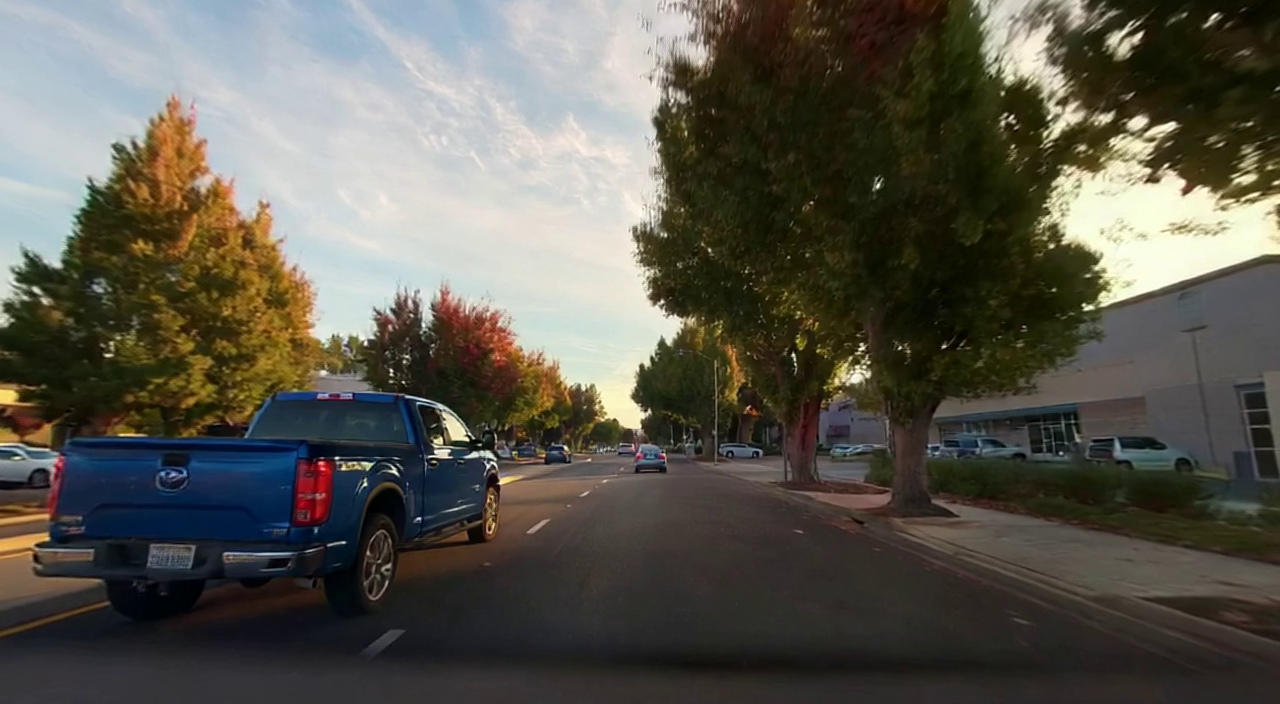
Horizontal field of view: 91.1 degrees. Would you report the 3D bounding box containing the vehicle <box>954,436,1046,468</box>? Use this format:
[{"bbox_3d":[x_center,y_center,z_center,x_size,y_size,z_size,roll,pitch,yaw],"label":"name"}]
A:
[{"bbox_3d":[21.252,5.919,37.194,4.501,1.780,2.082,-5,-10,30],"label":"vehicle"}]

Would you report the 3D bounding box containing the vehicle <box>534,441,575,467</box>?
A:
[{"bbox_3d":[-6.207,7.440,46.181,2.146,1.788,5.153,0,-8,2],"label":"vehicle"}]

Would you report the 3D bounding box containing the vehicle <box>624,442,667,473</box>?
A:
[{"bbox_3d":[0.342,5.639,33.929,2.191,1.530,4.470,0,-8,1],"label":"vehicle"}]

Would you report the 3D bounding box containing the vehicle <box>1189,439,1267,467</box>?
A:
[{"bbox_3d":[36.811,6.281,39.276,4.480,1.588,2.098,4,-9,-28],"label":"vehicle"}]

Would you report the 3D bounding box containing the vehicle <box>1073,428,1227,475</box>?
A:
[{"bbox_3d":[22.157,4.335,27.528,4.957,1.882,2.031,-7,-11,38],"label":"vehicle"}]

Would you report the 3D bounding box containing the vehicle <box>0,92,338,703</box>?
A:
[{"bbox_3d":[-3.513,0.321,1.483,2.733,2.495,5.037,-1,-8,5],"label":"vehicle"}]
